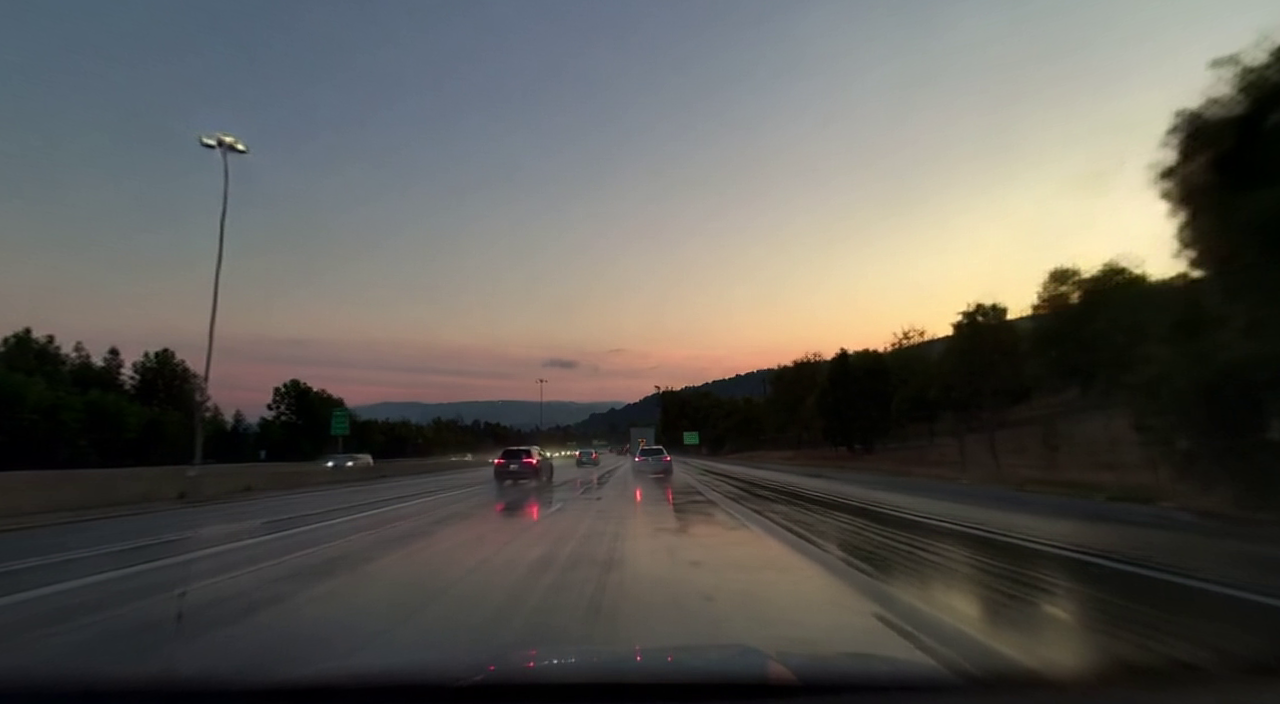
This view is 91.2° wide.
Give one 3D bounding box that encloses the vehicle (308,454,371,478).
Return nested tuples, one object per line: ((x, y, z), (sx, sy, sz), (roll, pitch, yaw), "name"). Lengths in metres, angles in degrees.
((-20.367, 7.752, 42.755), (1.921, 1.485, 4.671), (-1, -9, 1), "vehicle")

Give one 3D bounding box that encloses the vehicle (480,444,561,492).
((-4.089, 4.050, 22.234), (1.940, 1.502, 4.463), (-1, -9, 0), "vehicle")

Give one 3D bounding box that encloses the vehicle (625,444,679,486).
((0.439, 4.549, 25.538), (2.015, 1.526, 4.286), (0, -9, 0), "vehicle")
